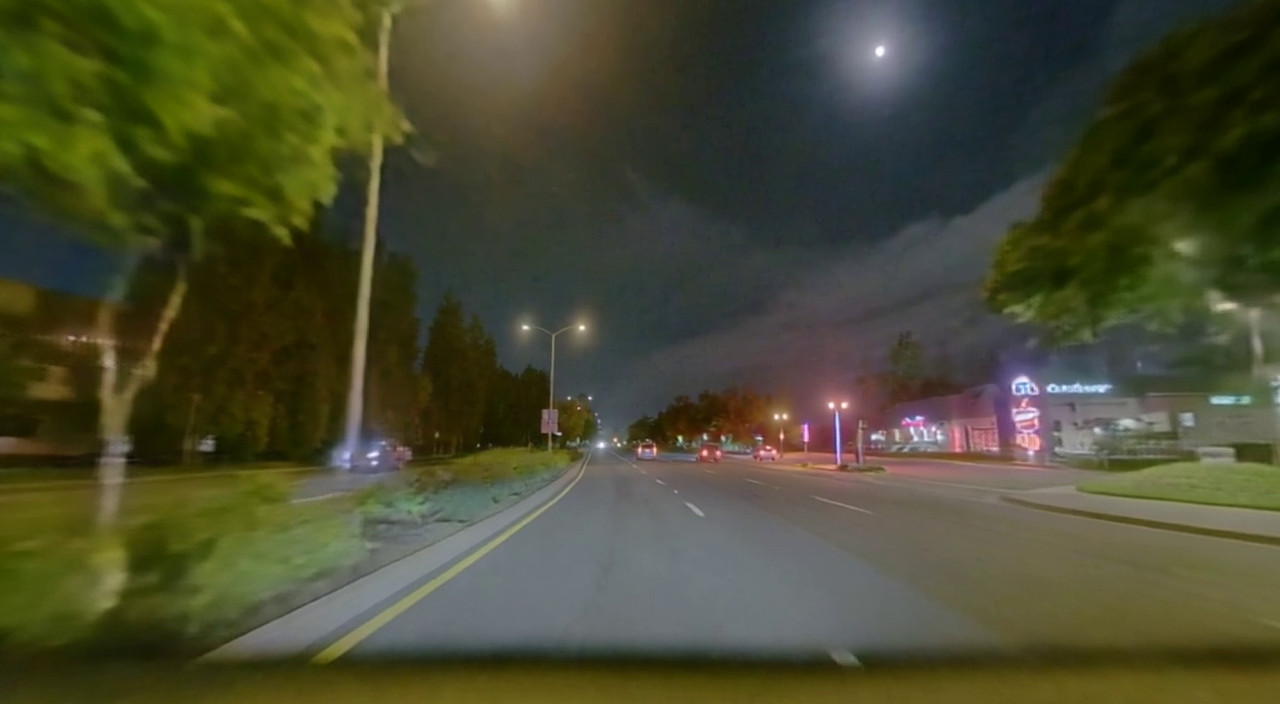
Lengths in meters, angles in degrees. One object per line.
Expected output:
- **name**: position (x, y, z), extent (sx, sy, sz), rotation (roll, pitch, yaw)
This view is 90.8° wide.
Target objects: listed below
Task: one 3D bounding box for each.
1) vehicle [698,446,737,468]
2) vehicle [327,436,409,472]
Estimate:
- **vehicle**: position (5.348, 7.333, 44.270), extent (1.876, 1.474, 4.126), rotation (1, -9, -5)
- **vehicle**: position (-14.577, 5.509, 34.205), extent (2.058, 1.770, 5.291), rotation (0, -9, 0)
